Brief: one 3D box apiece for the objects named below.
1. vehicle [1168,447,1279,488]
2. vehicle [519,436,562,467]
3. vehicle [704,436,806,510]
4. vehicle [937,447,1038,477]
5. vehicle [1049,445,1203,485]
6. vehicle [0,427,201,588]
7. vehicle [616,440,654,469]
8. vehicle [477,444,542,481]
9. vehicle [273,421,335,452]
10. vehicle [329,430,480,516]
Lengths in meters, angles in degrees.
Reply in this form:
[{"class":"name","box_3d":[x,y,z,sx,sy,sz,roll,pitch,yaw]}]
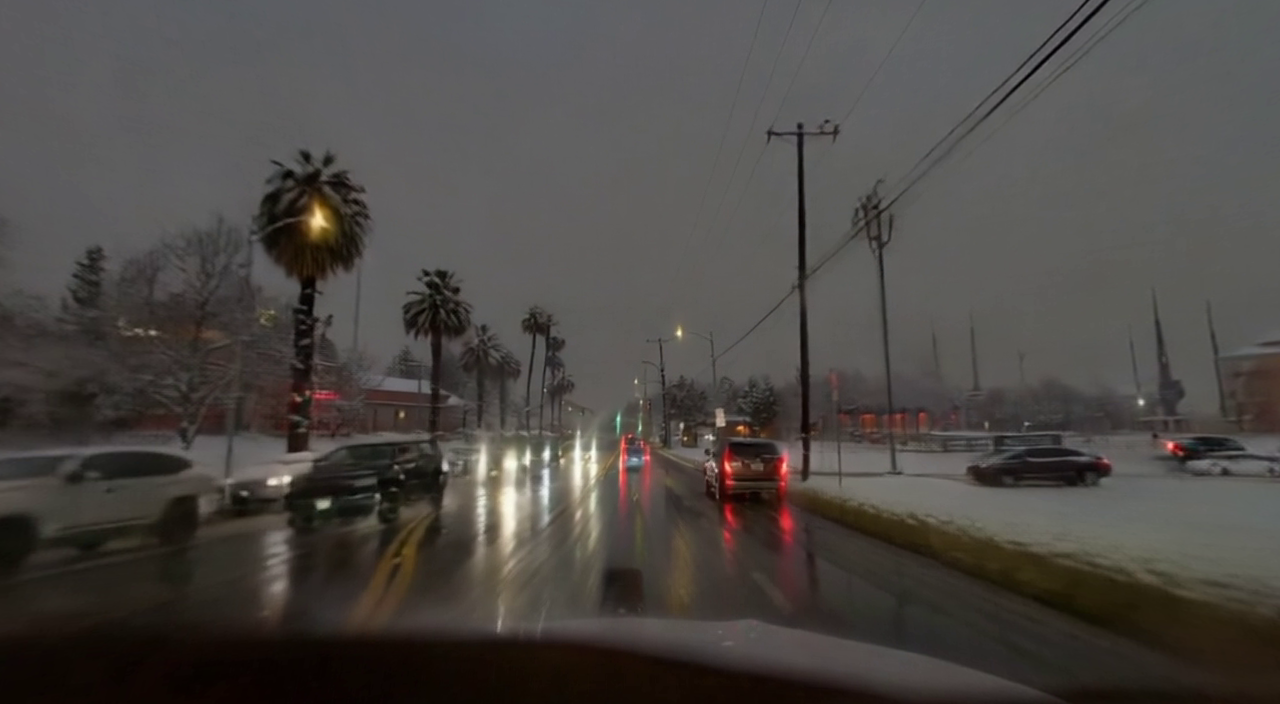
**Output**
[{"class":"vehicle","box_3d":[25.264,4.878,26.885,3.611,1.590,2.171,0,-8,0]},{"class":"vehicle","box_3d":[-6.429,6.489,41.416,2.138,1.858,4.788,0,-8,-1]},{"class":"vehicle","box_3d":[3.166,3.414,18.327,1.995,1.858,4.333,0,-8,-2]},{"class":"vehicle","box_3d":[20.332,6.448,37.114,4.540,1.386,2.337,-4,-9,-1]},{"class":"vehicle","box_3d":[20.542,4.778,26.892,4.673,1.592,2.193,-1,-8,2]},{"class":"vehicle","box_3d":[-8.807,2.110,9.111,2.037,1.939,3.958,0,-8,0]},{"class":"vehicle","box_3d":[-0.315,6.209,38.503,2.196,1.655,3.939,0,-8,-1]},{"class":"vehicle","box_3d":[-6.064,5.172,29.897,2.168,1.572,4.635,0,-8,-1]},{"class":"vehicle","box_3d":[-21.693,5.449,40.730,3.716,1.517,1.826,3,-7,35]},{"class":"vehicle","box_3d":[-5.881,3.057,16.572,2.106,1.890,4.783,0,-8,0]}]
